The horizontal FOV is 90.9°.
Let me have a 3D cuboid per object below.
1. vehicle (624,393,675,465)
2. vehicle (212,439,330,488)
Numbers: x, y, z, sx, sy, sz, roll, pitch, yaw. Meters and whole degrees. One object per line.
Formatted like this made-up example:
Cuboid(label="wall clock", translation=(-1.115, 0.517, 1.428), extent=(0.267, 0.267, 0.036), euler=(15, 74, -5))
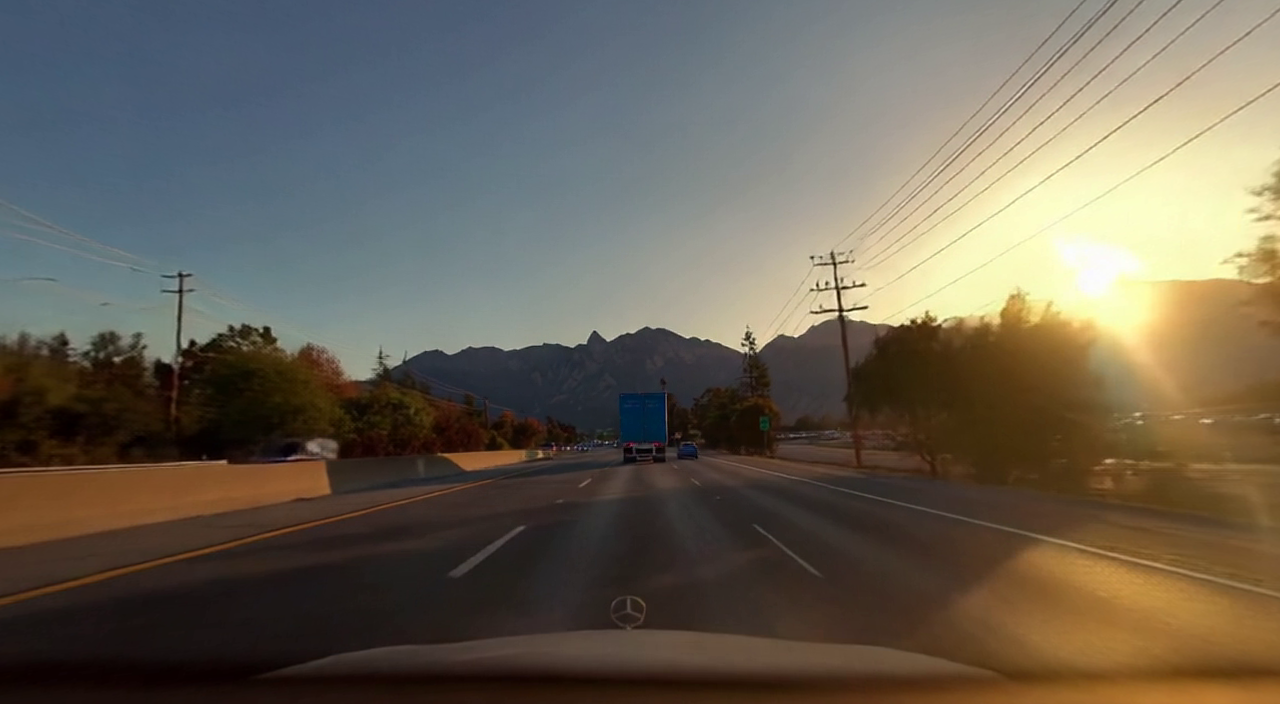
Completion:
Cuboid(label="vehicle", translation=(0.466, 5.272, 41.865), extent=(2.919, 4.101, 11.541), euler=(0, -8, -1))
Cuboid(label="vehicle", translation=(-16.466, 4.958, 28.510), extent=(2.303, 1.977, 4.922), euler=(0, -8, 0))
